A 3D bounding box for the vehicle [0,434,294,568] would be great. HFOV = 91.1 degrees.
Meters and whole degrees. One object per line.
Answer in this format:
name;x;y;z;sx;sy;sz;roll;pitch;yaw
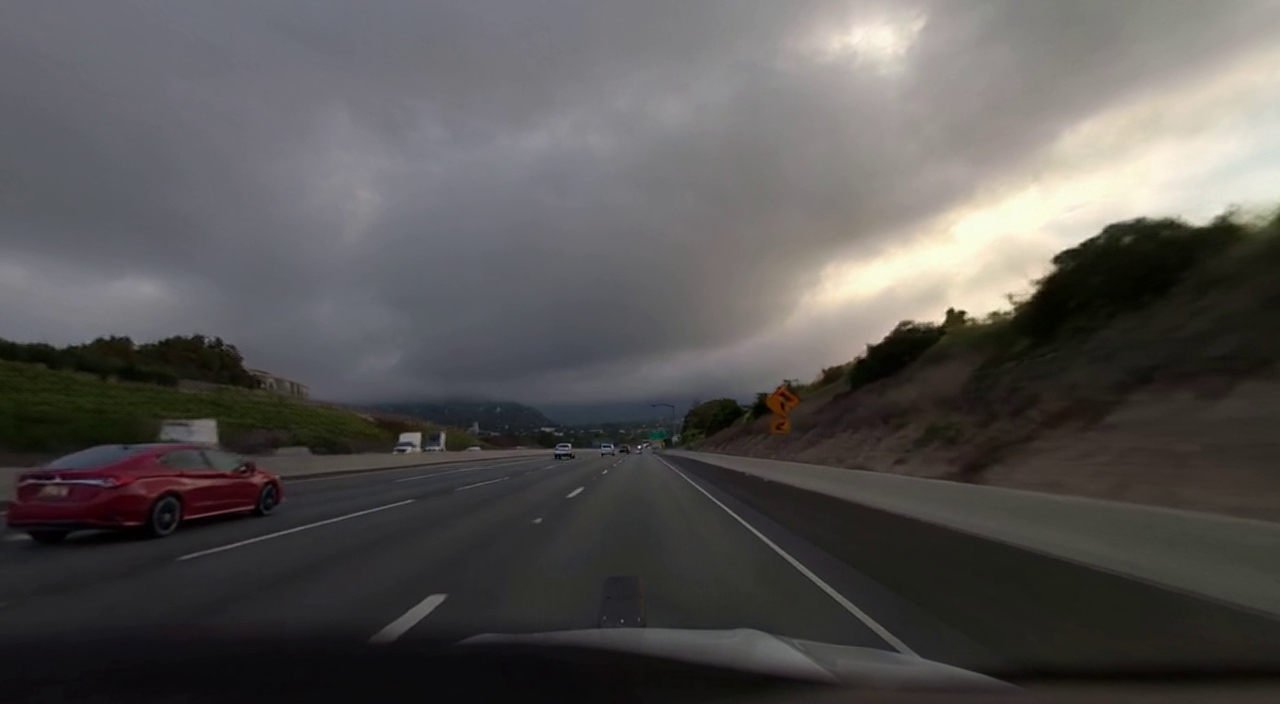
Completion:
vehicle;-7.451;1.998;9.316;1.949;1.465;4.563;0;-8;1
